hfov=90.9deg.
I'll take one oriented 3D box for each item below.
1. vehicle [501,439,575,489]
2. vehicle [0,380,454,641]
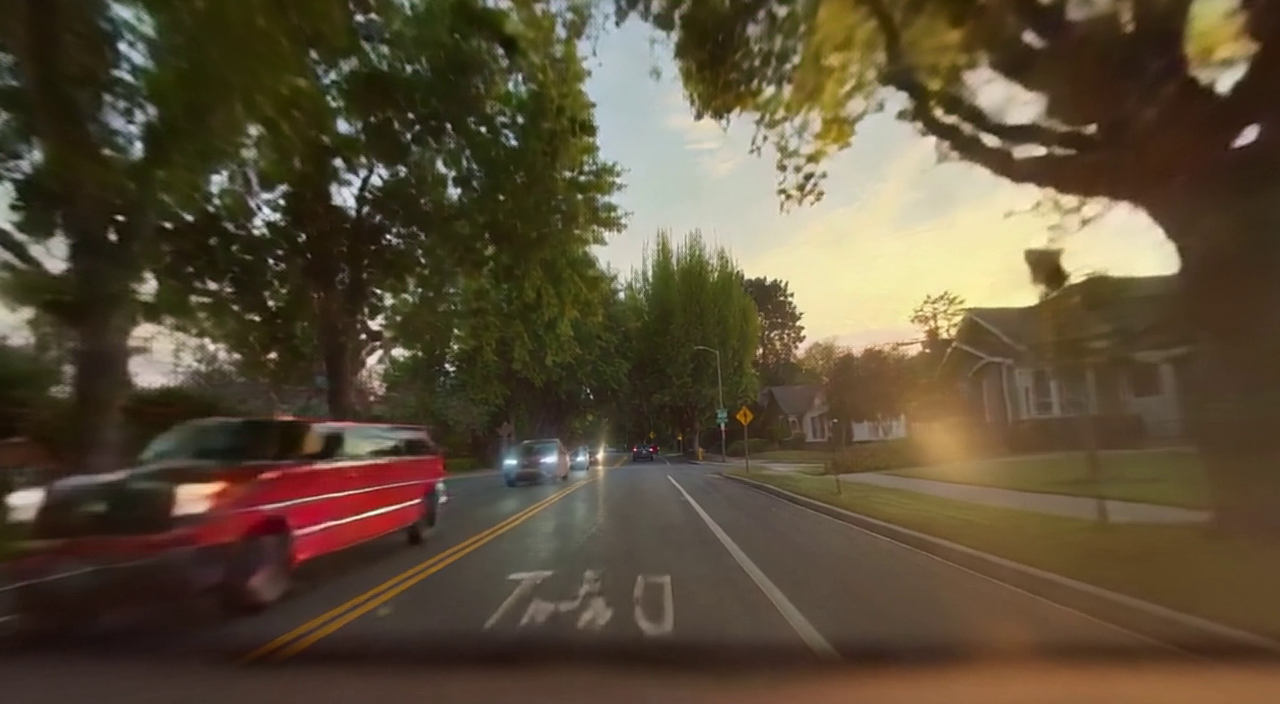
[{"bbox_3d":[-4.019,4.513,25.782,2.134,1.821,4.719,0,-9,1],"label":"vehicle"},{"bbox_3d":[-4.203,1.590,7.447,2.267,1.975,5.112,0,-9,2],"label":"vehicle"}]
